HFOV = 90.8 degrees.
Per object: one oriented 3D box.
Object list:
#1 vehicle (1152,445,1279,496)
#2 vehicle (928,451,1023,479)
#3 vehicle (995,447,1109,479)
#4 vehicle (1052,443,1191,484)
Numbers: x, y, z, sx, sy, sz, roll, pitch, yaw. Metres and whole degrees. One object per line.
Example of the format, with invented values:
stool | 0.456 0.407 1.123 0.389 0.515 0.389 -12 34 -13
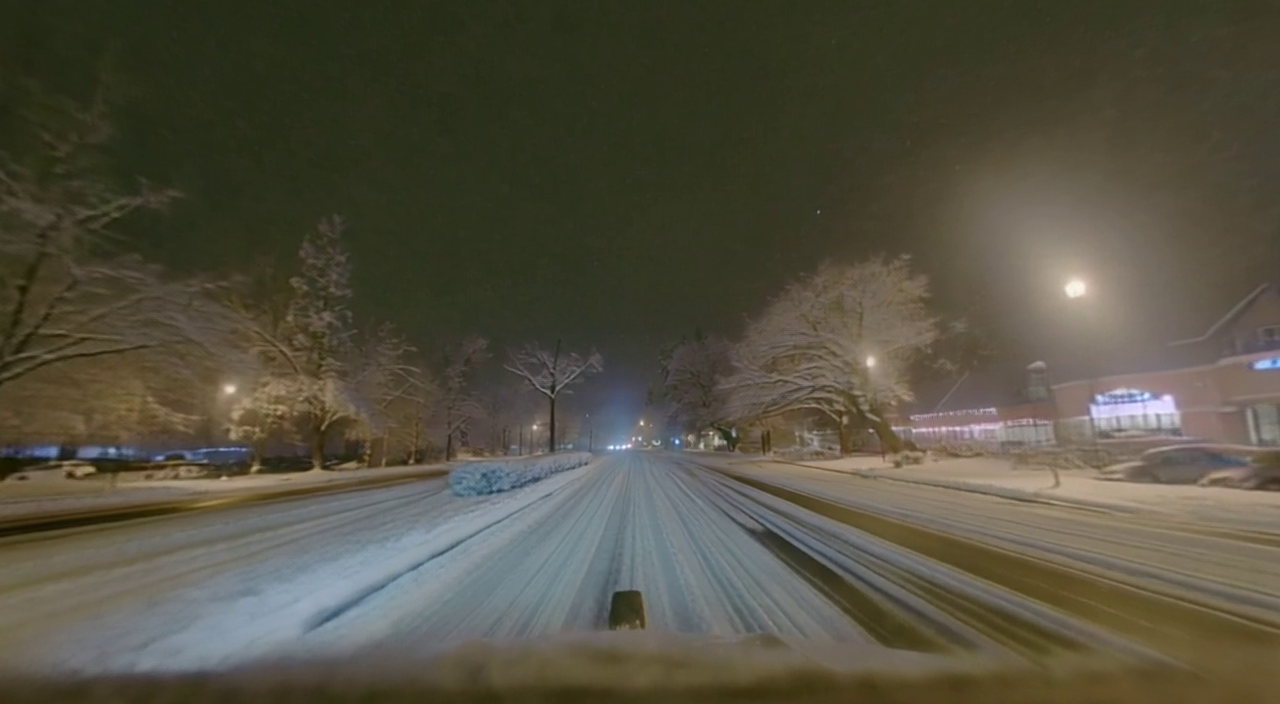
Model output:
vehicle | 20.356 3.962 21.289 4.407 1.616 1.929 0 -9 2
vehicle | 19.802 6.721 37.410 4.403 1.436 1.918 -2 -13 1
vehicle | 20.488 5.529 31.555 4.267 1.512 1.966 0 -9 0
vehicle | 20.027 4.630 26.427 4.222 1.610 1.948 0 -9 -2
